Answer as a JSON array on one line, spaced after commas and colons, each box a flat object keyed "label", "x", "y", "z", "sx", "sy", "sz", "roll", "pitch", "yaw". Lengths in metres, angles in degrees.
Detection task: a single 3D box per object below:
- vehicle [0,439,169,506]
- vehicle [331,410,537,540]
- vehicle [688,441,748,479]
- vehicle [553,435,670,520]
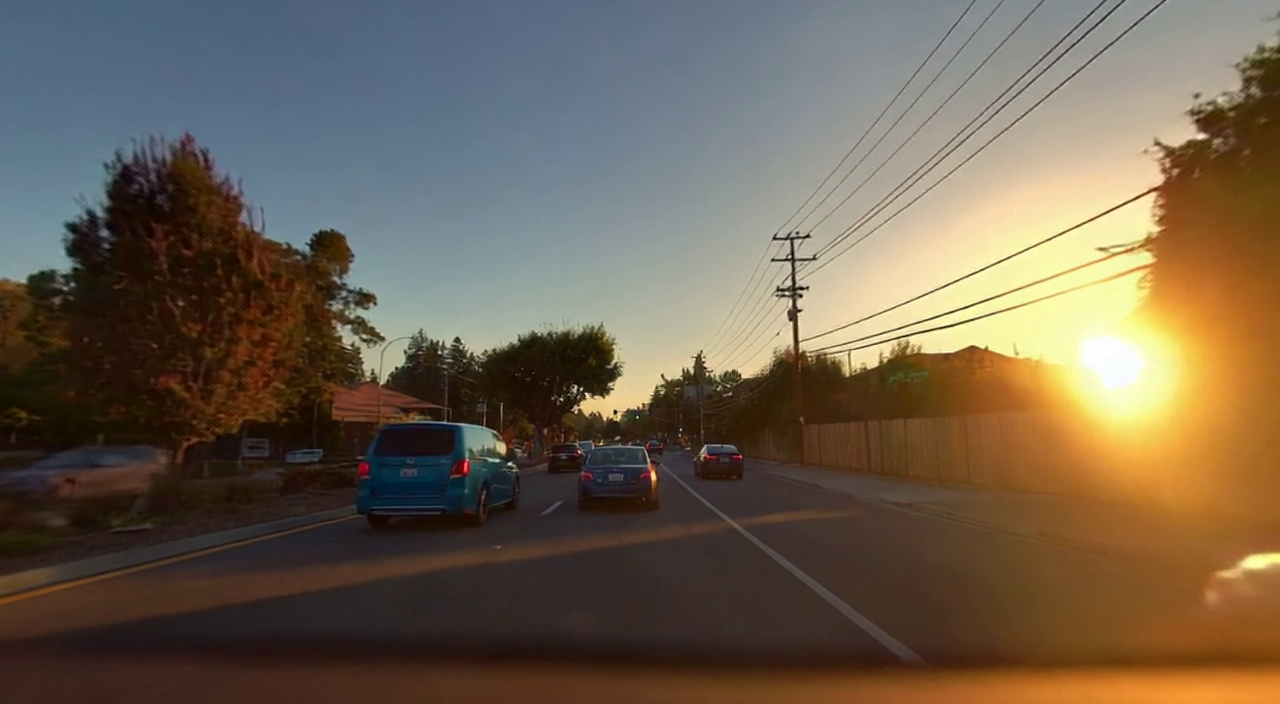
[{"label": "vehicle", "x": -17.192, "y": 3.582, "z": 19.262, "sx": 2.029, "sy": 1.790, "sz": 4.668, "roll": 0, "pitch": -9, "yaw": 0}, {"label": "vehicle", "x": -3.332, "y": 2.116, "z": 11.453, "sx": 2.092, "sy": 1.839, "sz": 4.736, "roll": 0, "pitch": -9, "yaw": 0}, {"label": "vehicle", "x": 3.231, "y": 4.559, "z": 26.956, "sx": 1.878, "sy": 1.479, "sz": 4.461, "roll": 0, "pitch": -9, "yaw": -1}, {"label": "vehicle", "x": -0.517, "y": 2.547, "z": 13.328, "sx": 2.097, "sy": 1.511, "sz": 3.809, "roll": 0, "pitch": -9, "yaw": 0}]
